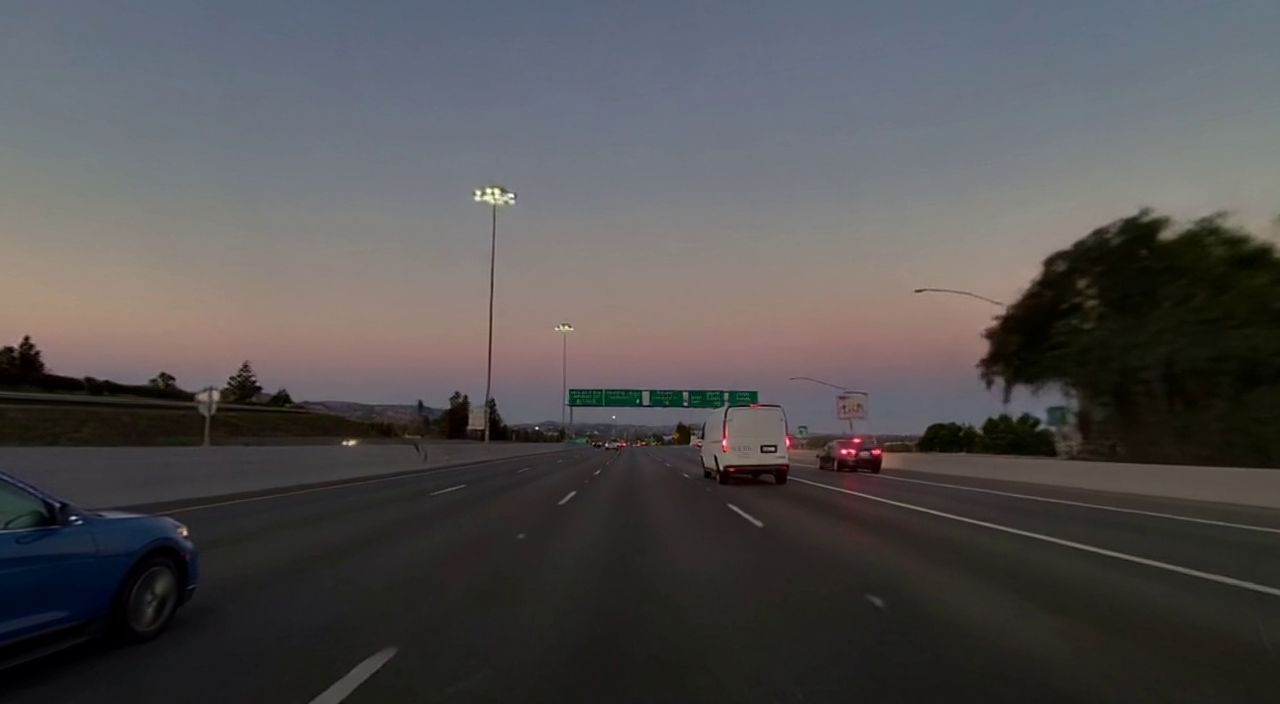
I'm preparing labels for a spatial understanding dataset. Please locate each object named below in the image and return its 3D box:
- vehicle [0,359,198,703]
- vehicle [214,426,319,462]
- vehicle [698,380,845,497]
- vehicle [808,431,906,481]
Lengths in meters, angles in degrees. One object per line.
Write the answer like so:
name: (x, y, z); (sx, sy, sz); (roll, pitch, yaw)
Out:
vehicle: (-3.893, 0.734, 1.964); (2.000, 1.646, 4.201); (0, -8, -1)
vehicle: (-18.029, 4.483, 30.809); (2.044, 1.573, 4.964); (0, -8, 1)
vehicle: (3.356, 2.490, 18.111); (2.629, 2.718, 6.740); (0, -8, -1)
vehicle: (7.650, 3.708, 22.762); (1.978, 1.621, 4.320); (0, -8, 0)
